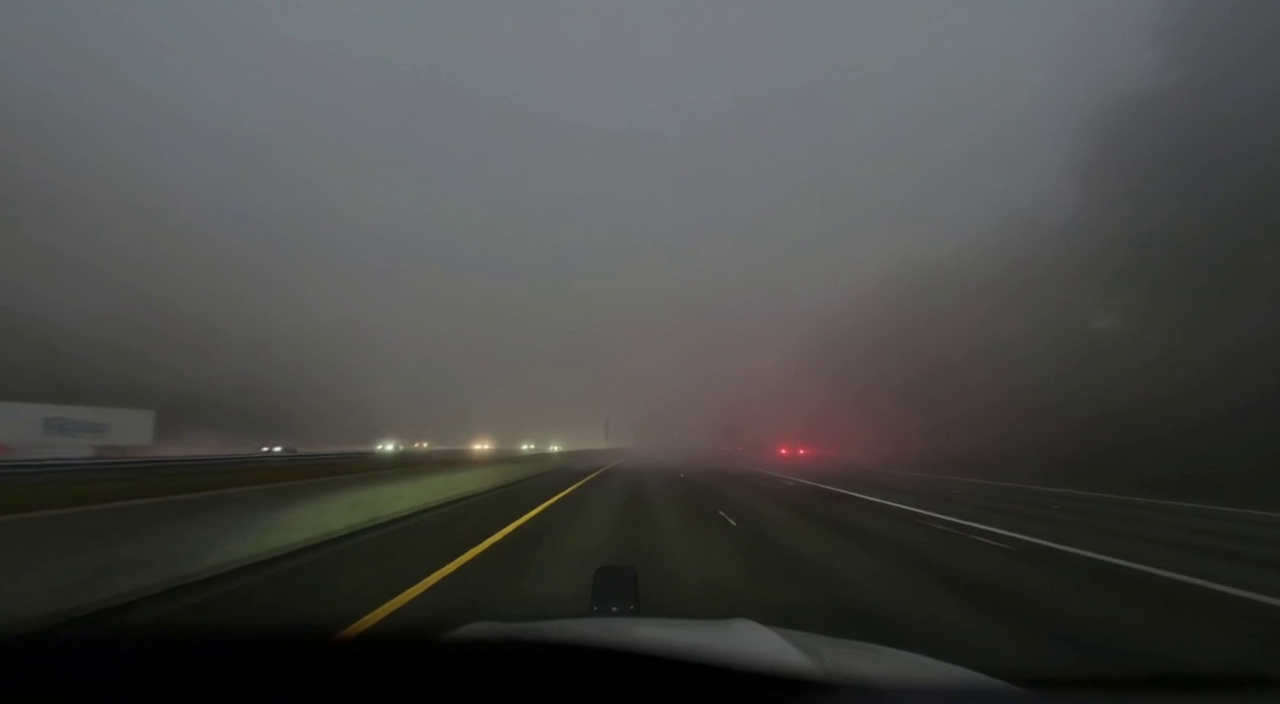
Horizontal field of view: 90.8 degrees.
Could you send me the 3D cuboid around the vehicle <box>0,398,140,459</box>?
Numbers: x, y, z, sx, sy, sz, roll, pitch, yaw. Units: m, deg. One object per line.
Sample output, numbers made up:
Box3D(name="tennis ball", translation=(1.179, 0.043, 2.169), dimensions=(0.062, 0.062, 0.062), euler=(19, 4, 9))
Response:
Box3D(name="vehicle", translation=(-45.281, 5.690, 46.402), dimensions=(2.941, 4.172, 16.971), euler=(0, -8, 1))
